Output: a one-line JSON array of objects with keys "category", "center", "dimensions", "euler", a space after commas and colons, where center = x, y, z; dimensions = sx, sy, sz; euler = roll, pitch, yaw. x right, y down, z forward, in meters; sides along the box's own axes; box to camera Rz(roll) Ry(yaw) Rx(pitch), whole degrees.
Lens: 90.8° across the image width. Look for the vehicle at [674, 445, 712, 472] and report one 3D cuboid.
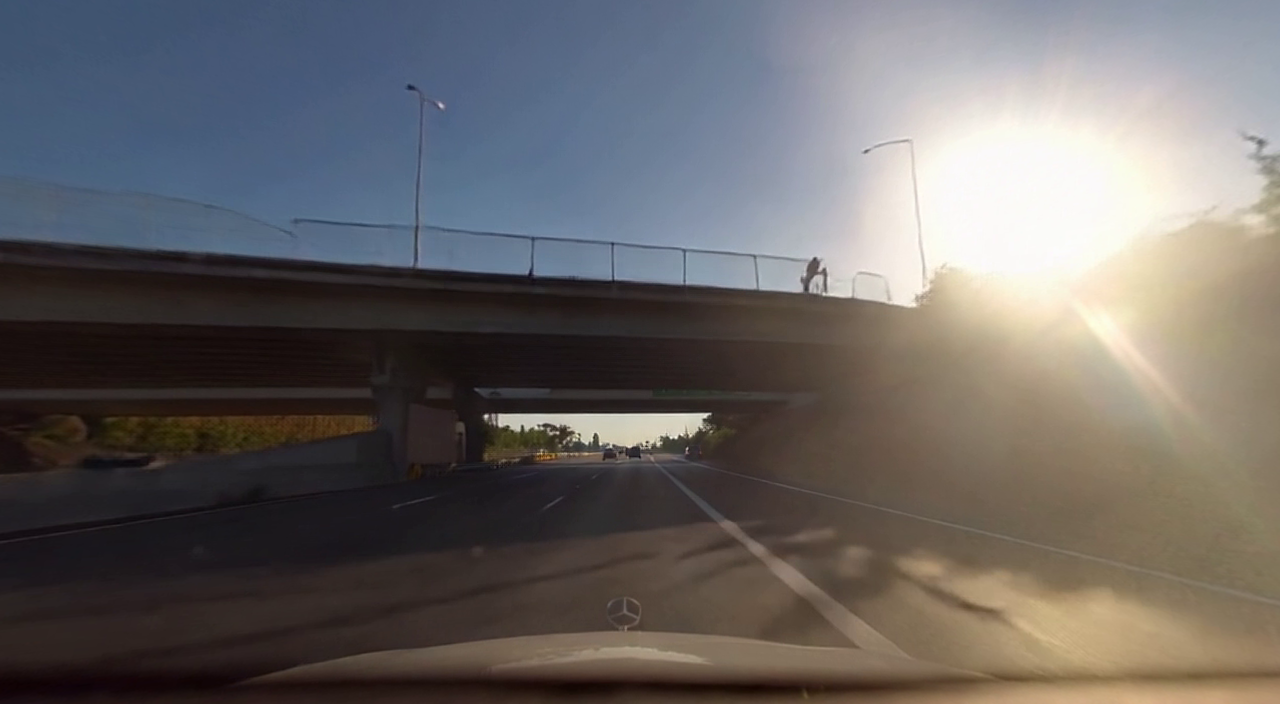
[{"category": "vehicle", "center": [3.632, 7.404, 43.911], "dimensions": [2.133, 1.746, 4.511], "euler": [0, -9, -1]}]
